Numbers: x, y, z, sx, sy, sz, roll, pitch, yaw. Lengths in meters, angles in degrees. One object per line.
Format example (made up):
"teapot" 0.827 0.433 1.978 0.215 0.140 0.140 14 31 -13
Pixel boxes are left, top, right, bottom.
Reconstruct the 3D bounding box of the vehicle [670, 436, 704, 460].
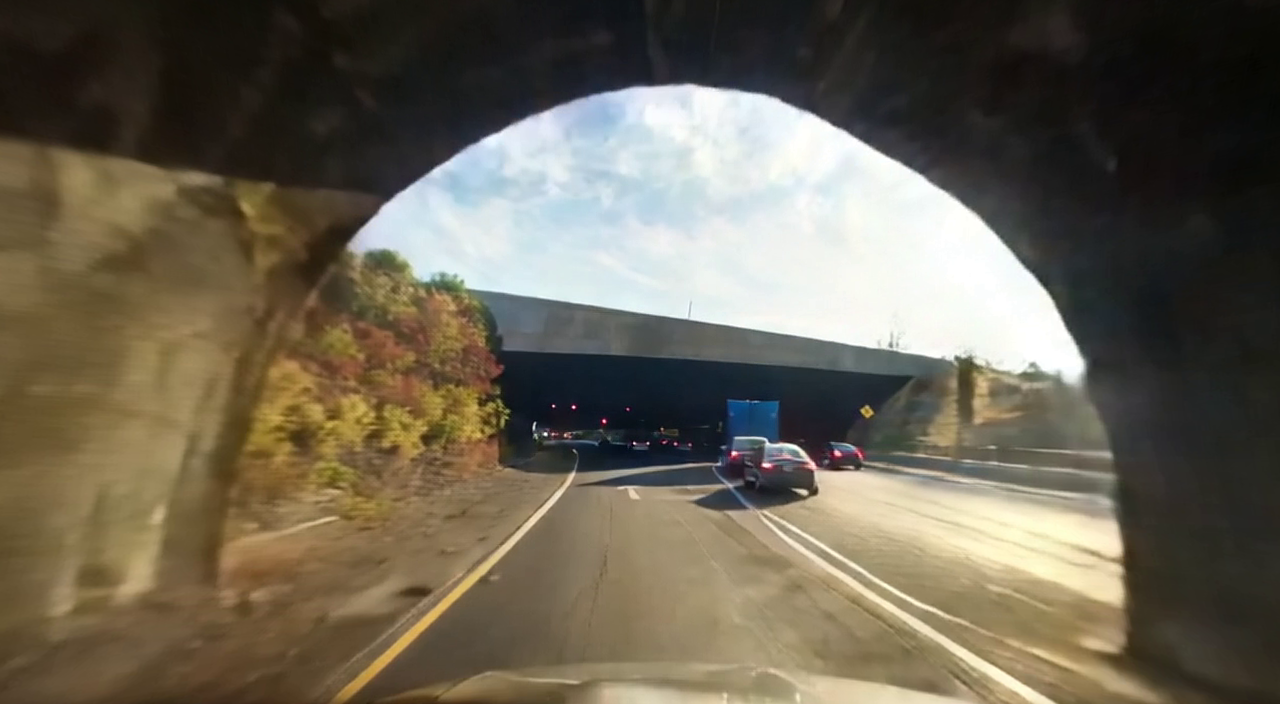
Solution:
"vehicle" 3.610 7.396 48.772 1.917 1.748 4.003 0 -8 -6

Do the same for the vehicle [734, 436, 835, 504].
"vehicle" 3.492 2.900 15.948 1.947 1.475 3.962 -1 -8 6
